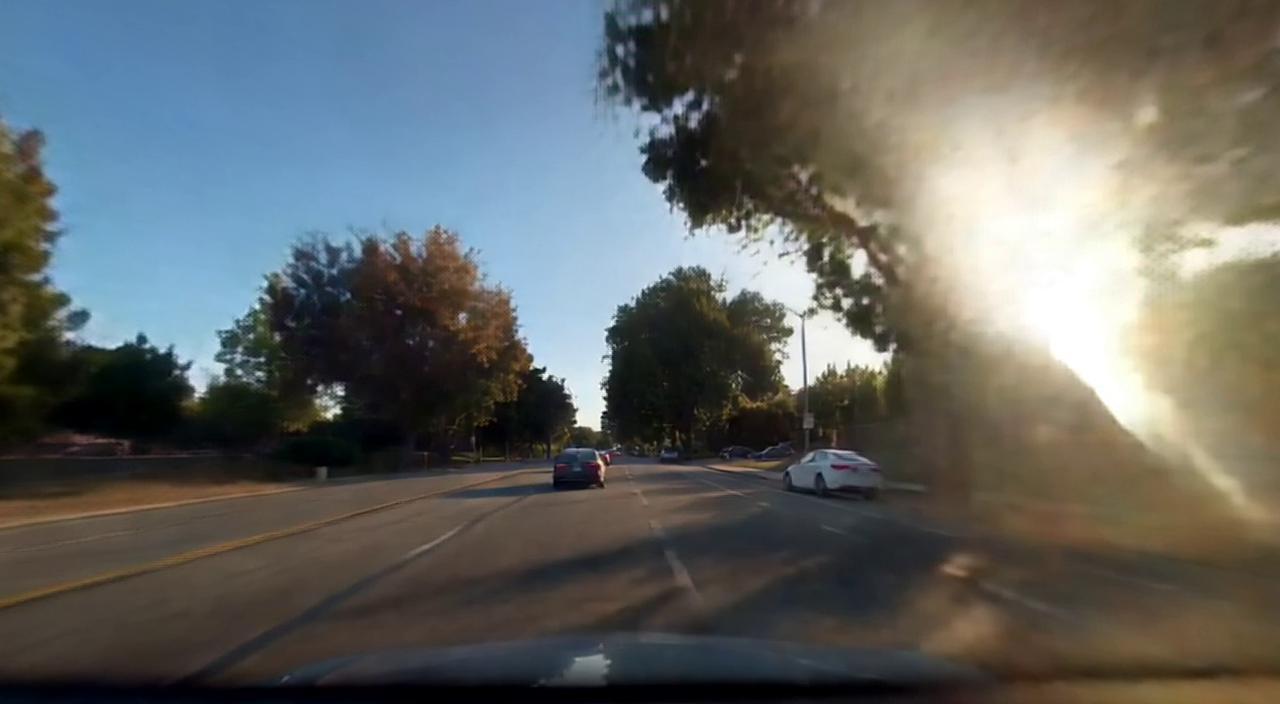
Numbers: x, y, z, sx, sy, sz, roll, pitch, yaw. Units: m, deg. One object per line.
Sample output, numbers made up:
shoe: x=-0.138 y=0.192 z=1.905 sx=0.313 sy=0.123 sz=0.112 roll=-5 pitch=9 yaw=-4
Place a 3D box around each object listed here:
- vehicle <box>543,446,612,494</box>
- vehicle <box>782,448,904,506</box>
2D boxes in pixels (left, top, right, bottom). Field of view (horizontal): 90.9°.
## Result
vehicle: x=-2.051 y=3.987 z=21.770 sx=2.099 sy=1.470 sz=4.302 roll=0 pitch=-8 yaw=-2
vehicle: x=6.062 y=3.766 z=19.531 sx=2.164 sy=1.511 sz=4.571 roll=0 pitch=-8 yaw=-1
